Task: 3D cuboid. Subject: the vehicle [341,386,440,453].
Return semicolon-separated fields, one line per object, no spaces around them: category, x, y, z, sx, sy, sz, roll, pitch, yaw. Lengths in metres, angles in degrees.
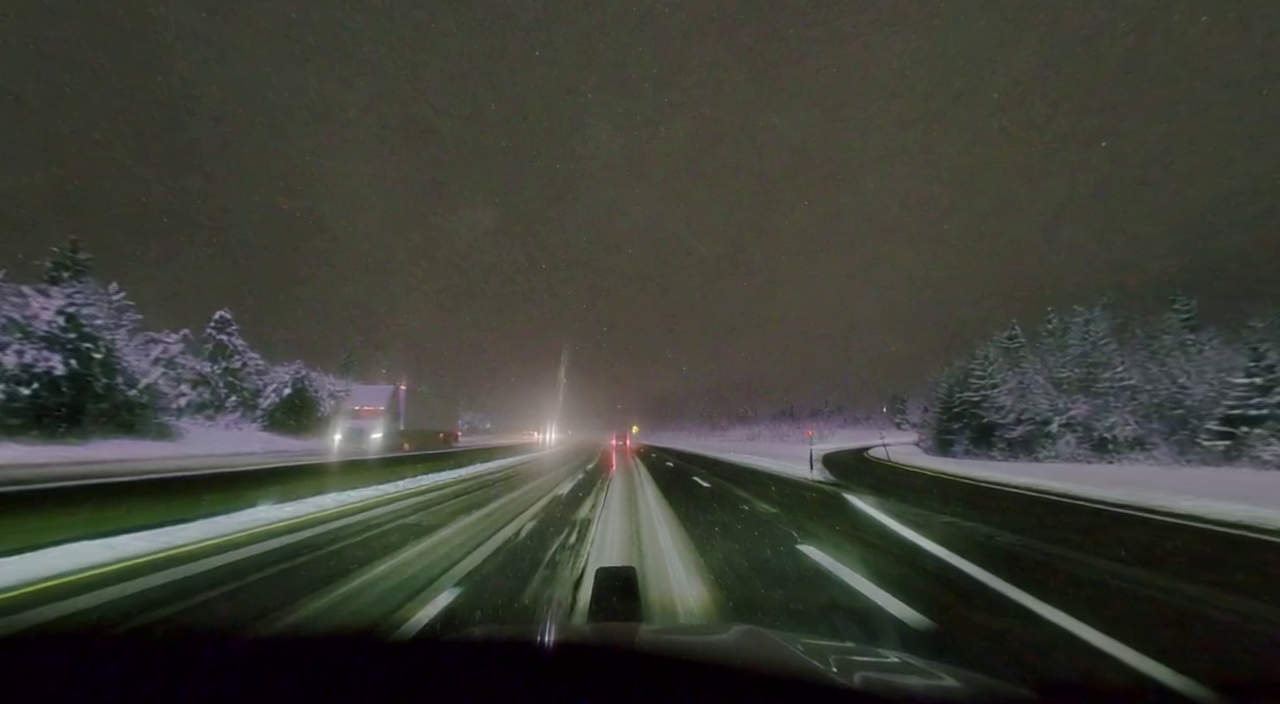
vehicle;-17.886;5.112;46.392;2.953;4.309;11.639;0;-8;-2
